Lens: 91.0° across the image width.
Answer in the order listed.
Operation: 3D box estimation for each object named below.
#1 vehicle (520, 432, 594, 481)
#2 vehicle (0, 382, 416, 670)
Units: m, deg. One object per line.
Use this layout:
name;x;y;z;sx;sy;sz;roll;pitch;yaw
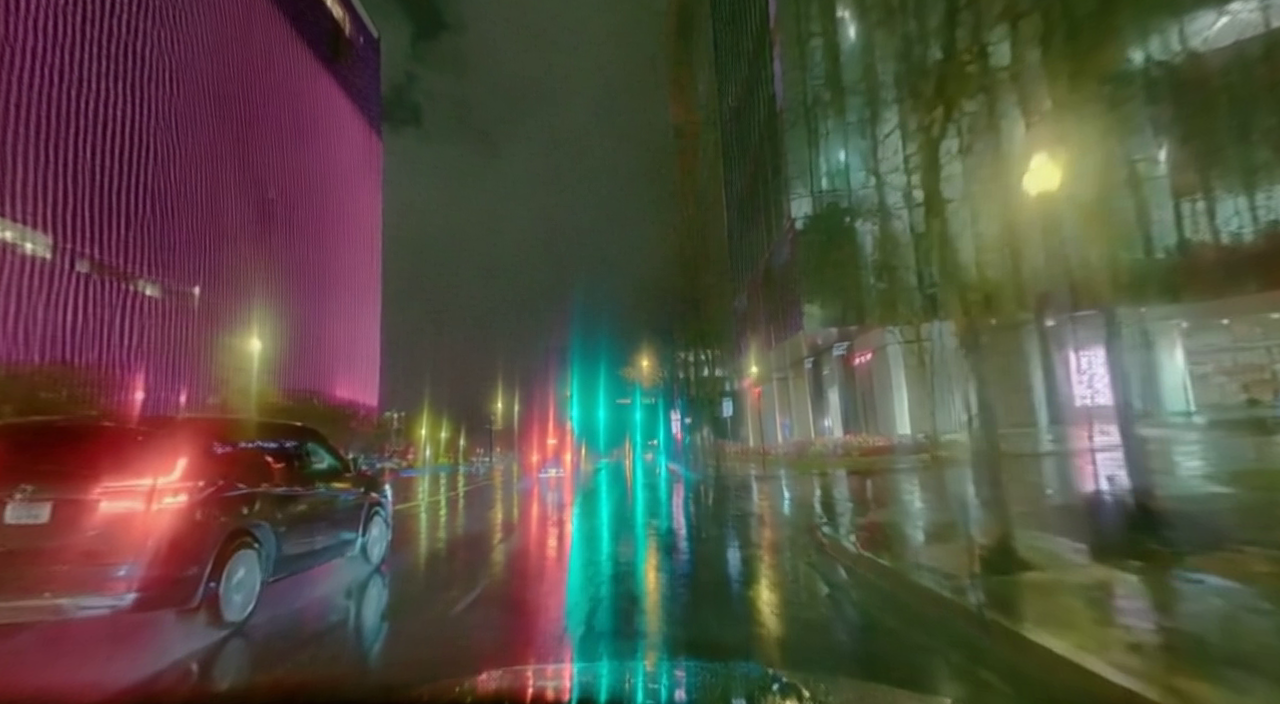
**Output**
vehicle;-3.408;4.439;26.967;2.384;1.849;5.009;0;-9;1
vehicle;-4.181;1.401;6.210;2.169;1.741;4.588;0;-9;1
